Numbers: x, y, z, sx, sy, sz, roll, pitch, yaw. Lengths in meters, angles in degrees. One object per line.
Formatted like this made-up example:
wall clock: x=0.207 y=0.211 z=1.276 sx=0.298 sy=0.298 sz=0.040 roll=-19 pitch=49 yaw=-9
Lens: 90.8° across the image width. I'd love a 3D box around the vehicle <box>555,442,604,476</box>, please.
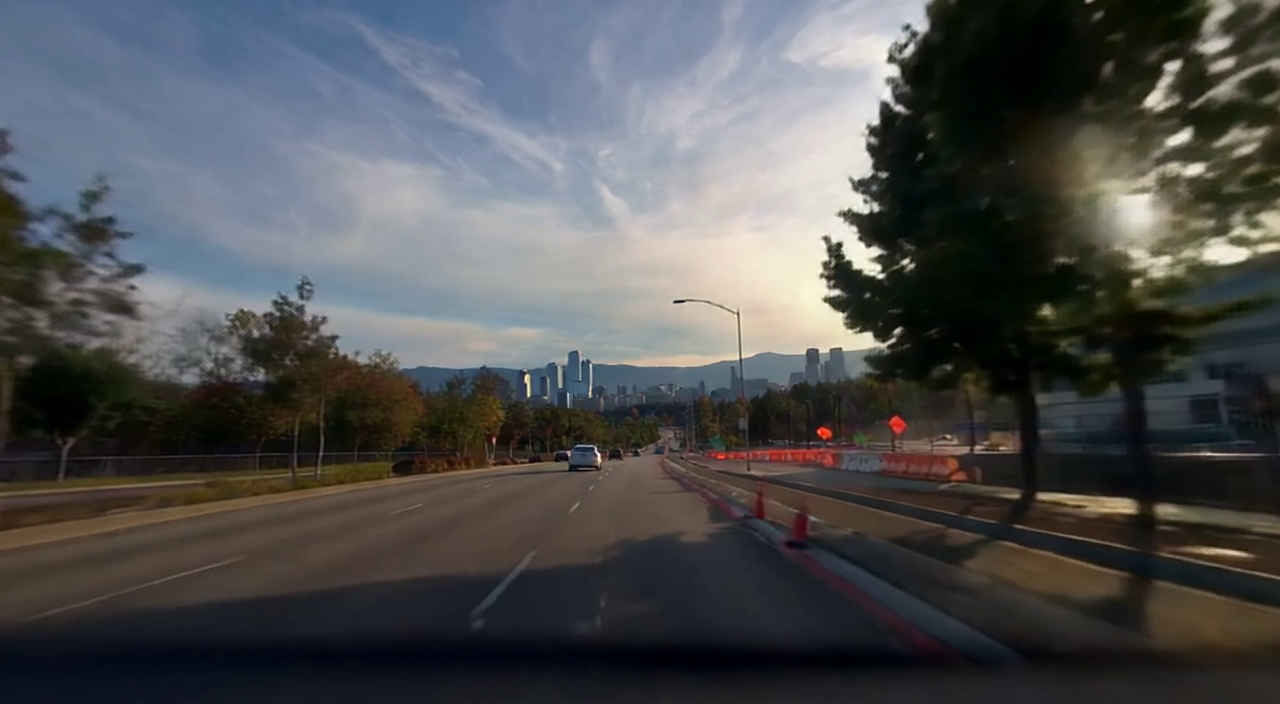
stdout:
vehicle: x=-3.116 y=5.545 z=33.136 sx=2.121 sy=1.654 sz=3.993 roll=0 pitch=-8 yaw=1
